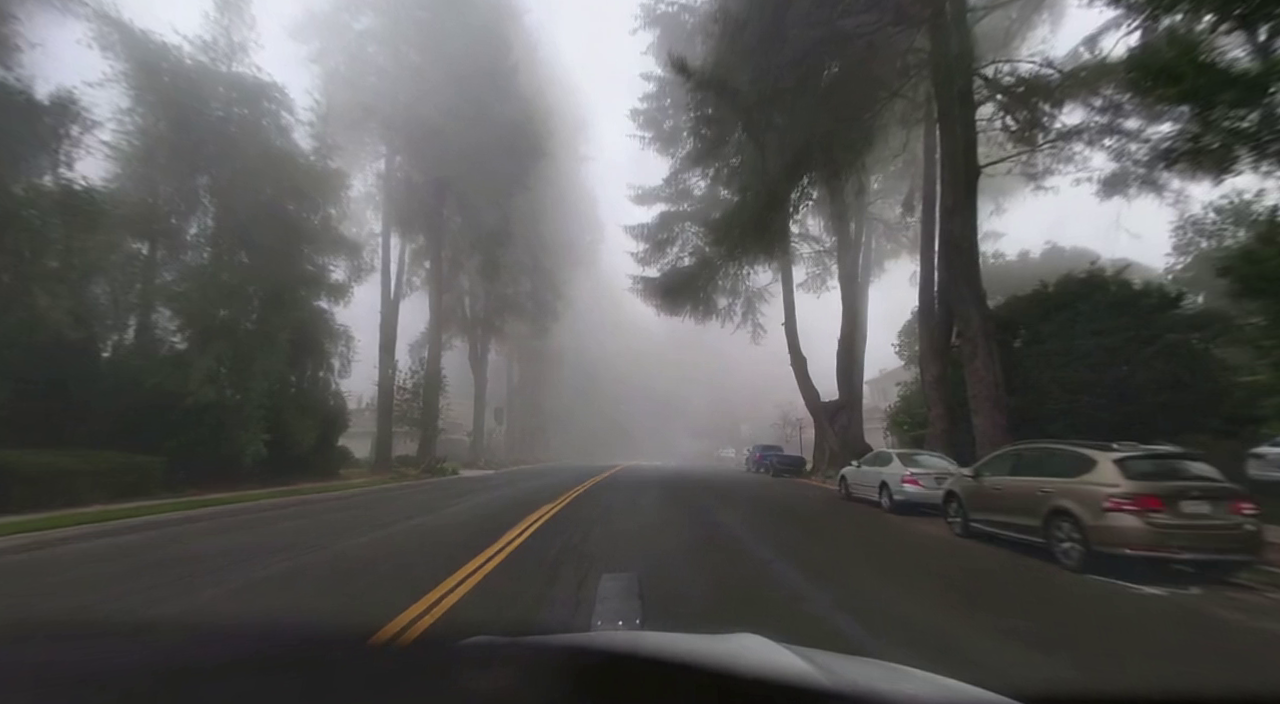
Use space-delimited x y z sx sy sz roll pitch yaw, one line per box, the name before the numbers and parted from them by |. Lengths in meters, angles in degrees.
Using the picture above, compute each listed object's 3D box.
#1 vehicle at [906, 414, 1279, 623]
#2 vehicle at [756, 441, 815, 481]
vehicle | 5.219 1.703 7.593 2.085 1.647 5.027 -1 -9 3
vehicle | 6.482 4.879 28.563 1.798 1.669 3.626 0 -9 0
